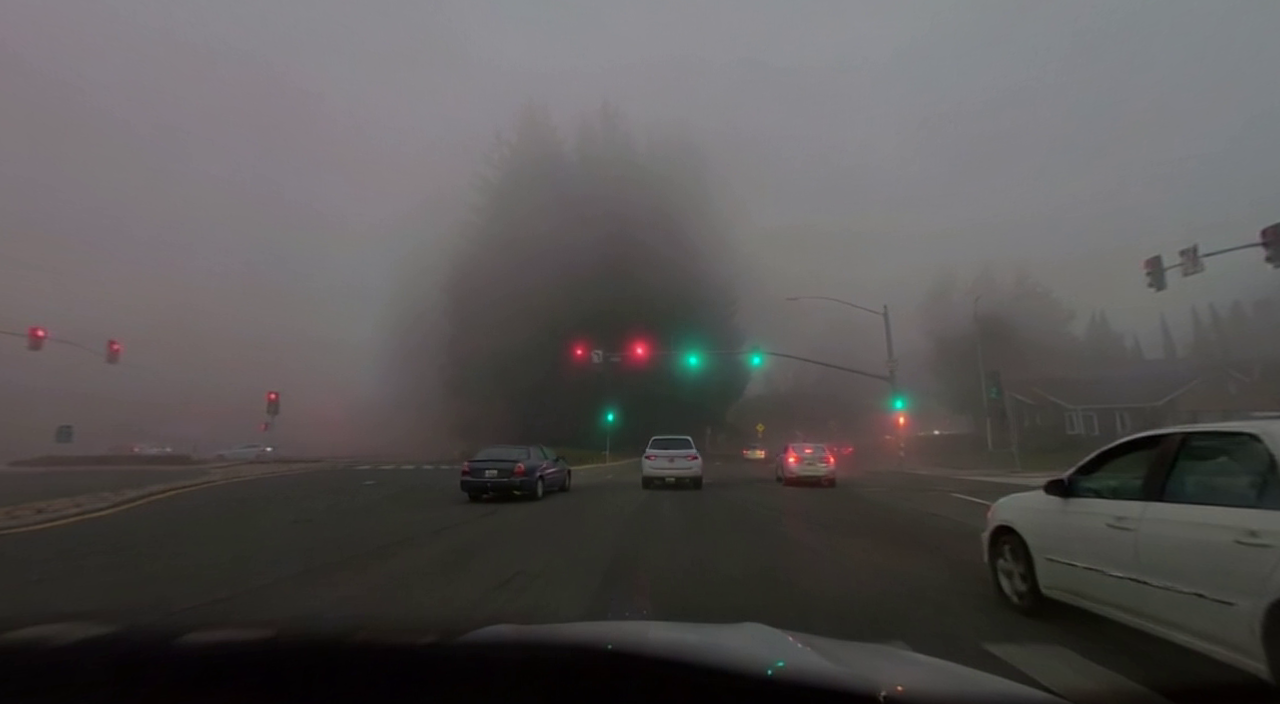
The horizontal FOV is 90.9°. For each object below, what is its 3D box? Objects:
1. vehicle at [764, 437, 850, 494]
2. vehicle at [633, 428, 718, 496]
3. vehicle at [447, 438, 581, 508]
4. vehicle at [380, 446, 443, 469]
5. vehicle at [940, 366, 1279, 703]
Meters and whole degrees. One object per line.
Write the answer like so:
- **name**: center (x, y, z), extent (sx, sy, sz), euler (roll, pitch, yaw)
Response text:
- **vehicle**: center (4.909, 3.369, 19.050), extent (1.859, 1.540, 3.454), euler (-1, -9, 4)
- **vehicle**: center (1.152, 3.275, 19.076), extent (2.250, 1.768, 4.574), euler (-1, -9, 6)
- **vehicle**: center (-2.906, 2.921, 15.763), extent (2.006, 1.464, 4.586), euler (-1, -9, 6)
- **vehicle**: center (-15.191, 7.007, 42.142), extent (1.869, 1.449, 4.417), euler (-2, -9, 11)
- **vehicle**: center (3.663, 0.975, 3.167), extent (2.106, 1.636, 4.655), euler (0, -9, 2)
